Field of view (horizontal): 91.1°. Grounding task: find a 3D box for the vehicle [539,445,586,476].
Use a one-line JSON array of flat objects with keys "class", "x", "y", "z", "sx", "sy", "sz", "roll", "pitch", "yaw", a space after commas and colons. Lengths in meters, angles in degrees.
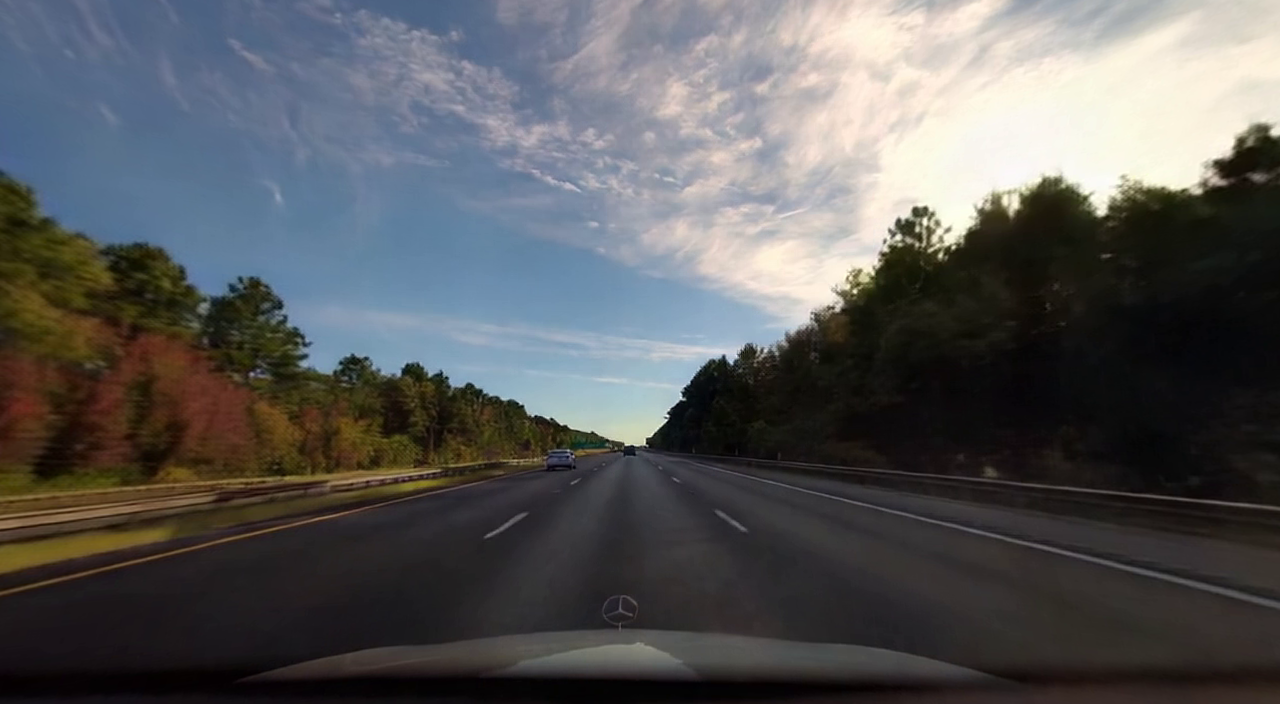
[{"class": "vehicle", "x": -4.004, "y": 5.659, "z": 33.029, "sx": 1.970, "sy": 1.492, "sz": 3.944, "roll": 0, "pitch": -9, "yaw": 0}]
